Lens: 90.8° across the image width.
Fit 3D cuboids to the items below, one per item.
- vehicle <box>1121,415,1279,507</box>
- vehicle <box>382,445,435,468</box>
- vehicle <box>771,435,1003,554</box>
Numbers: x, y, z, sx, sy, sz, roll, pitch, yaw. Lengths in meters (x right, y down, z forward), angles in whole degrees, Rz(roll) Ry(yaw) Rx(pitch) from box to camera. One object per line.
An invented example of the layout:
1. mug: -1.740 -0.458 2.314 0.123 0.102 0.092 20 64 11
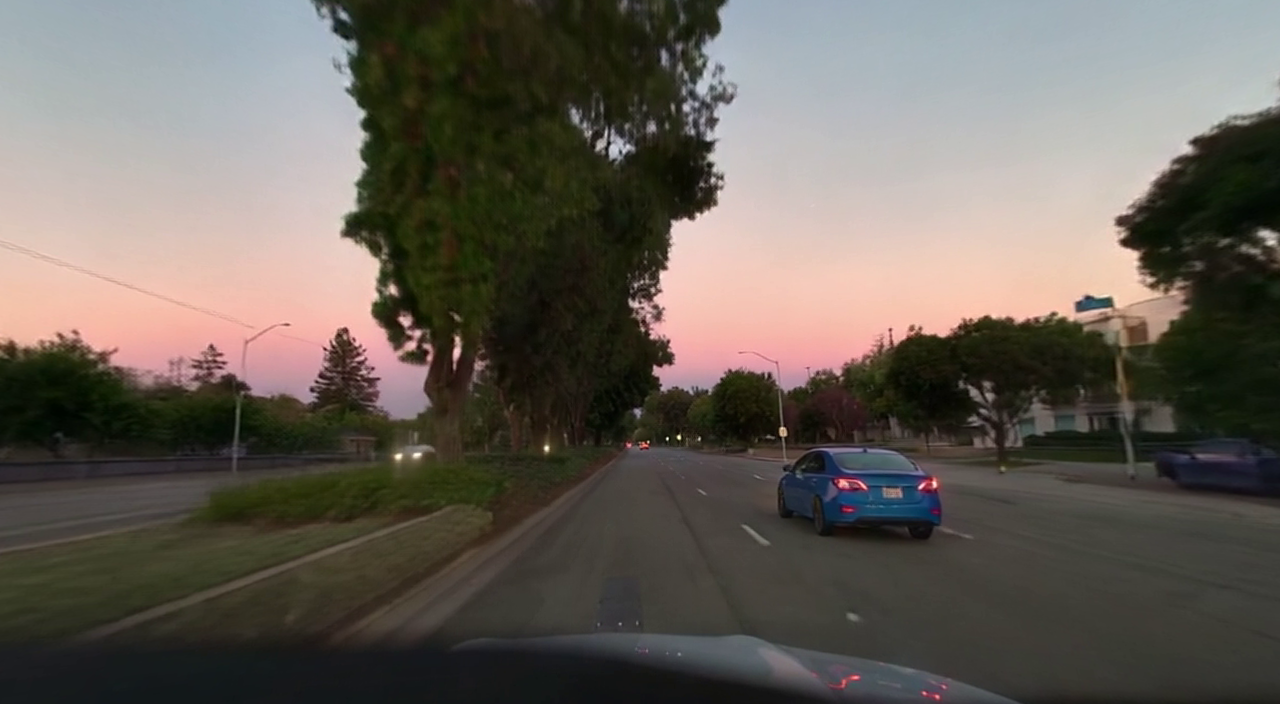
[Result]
1. vehicle: 17.184 3.073 18.284 2.868 2.233 6.035 -2 -9 14
2. vehicle: -16.280 7.329 44.660 1.993 1.511 4.798 0 -8 -1
3. vehicle: 3.548 2.105 10.110 1.950 1.473 4.259 0 -8 0
